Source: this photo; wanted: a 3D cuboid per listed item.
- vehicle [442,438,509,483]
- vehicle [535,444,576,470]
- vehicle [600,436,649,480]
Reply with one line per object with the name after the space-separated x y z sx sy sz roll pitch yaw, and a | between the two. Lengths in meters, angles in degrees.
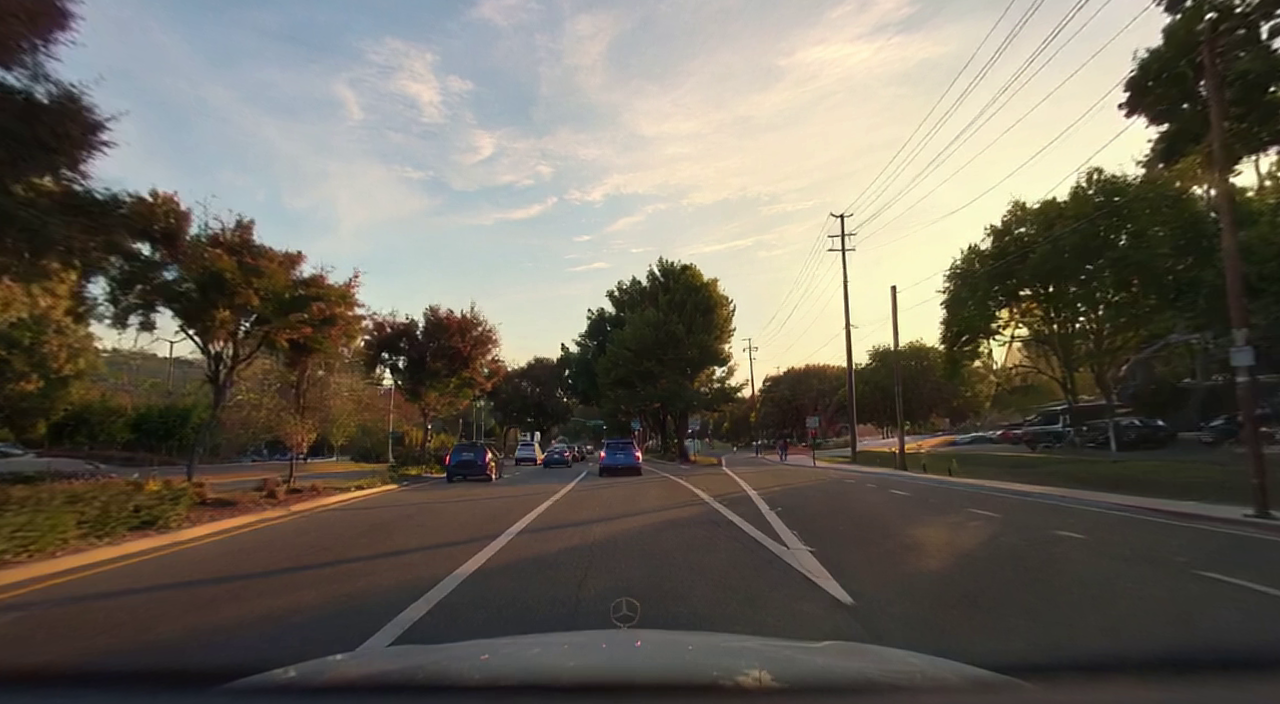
-6.504 4.320 25.445 1.860 1.634 4.089 1 -9 -4 | vehicle
-5.082 6.343 38.381 2.087 1.485 4.452 0 -8 -3 | vehicle
-0.737 4.651 27.981 2.012 1.769 3.897 0 -8 -3 | vehicle
